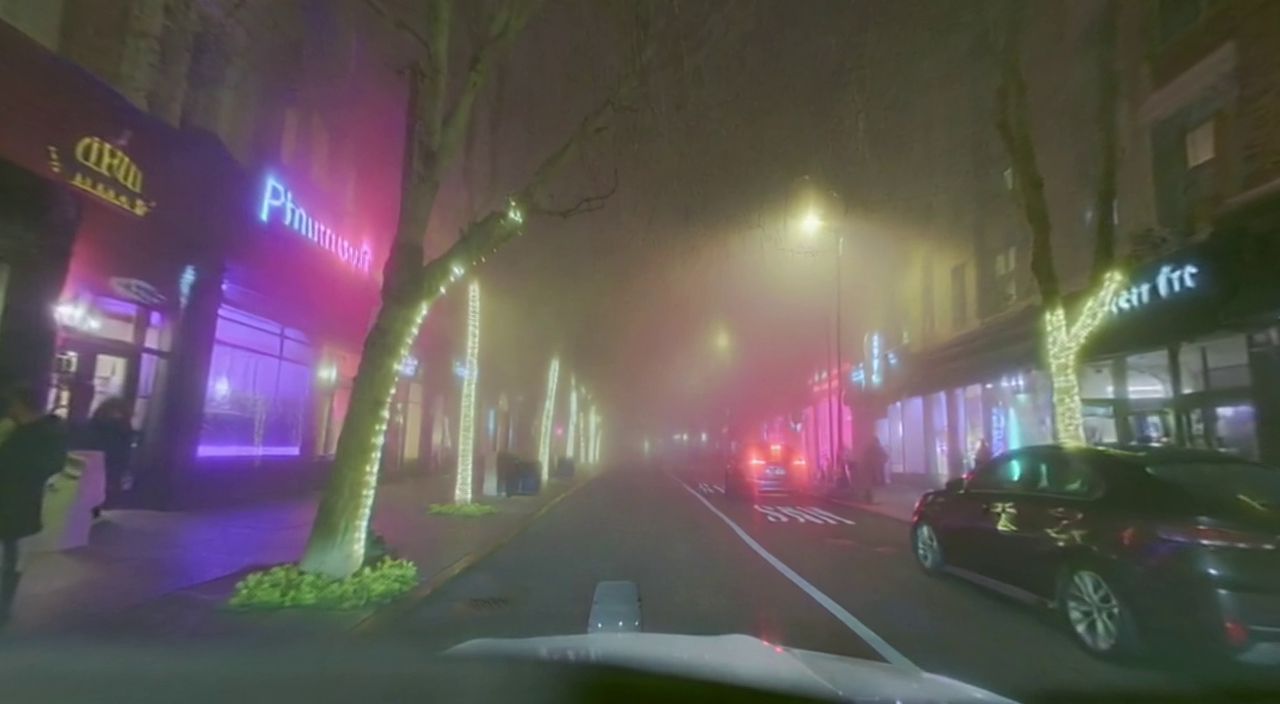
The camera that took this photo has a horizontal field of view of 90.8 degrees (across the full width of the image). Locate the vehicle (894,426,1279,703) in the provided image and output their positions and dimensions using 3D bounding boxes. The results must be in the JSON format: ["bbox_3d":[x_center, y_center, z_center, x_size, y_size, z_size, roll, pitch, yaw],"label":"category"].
[{"bbox_3d":[4.048,1.422,5.237,1.977,1.478,4.458,0,-8,-1],"label":"vehicle"}]

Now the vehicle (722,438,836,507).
[{"bbox_3d":[3.480,3.103,16.750,1.971,1.559,4.326,0,-8,-1],"label":"vehicle"}]
